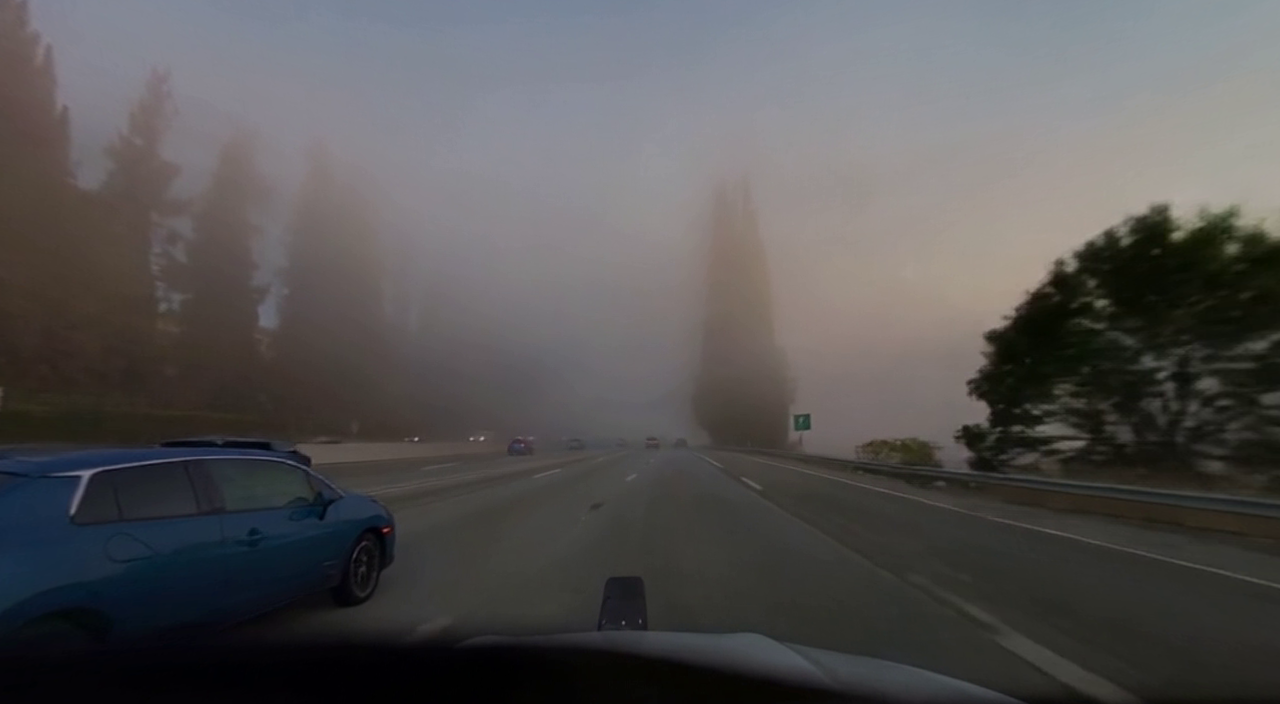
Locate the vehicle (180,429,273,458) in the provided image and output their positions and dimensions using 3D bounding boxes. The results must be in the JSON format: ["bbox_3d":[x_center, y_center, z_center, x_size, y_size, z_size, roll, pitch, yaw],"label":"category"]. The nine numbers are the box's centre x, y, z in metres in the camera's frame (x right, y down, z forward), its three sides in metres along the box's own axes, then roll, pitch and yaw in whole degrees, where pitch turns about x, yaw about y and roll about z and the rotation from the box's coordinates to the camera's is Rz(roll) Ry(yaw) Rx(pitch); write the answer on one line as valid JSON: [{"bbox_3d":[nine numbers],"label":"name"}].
[{"bbox_3d":[-25.798,5.764,39.566,2.385,1.674,4.715,-1,-8,5],"label":"vehicle"}]
